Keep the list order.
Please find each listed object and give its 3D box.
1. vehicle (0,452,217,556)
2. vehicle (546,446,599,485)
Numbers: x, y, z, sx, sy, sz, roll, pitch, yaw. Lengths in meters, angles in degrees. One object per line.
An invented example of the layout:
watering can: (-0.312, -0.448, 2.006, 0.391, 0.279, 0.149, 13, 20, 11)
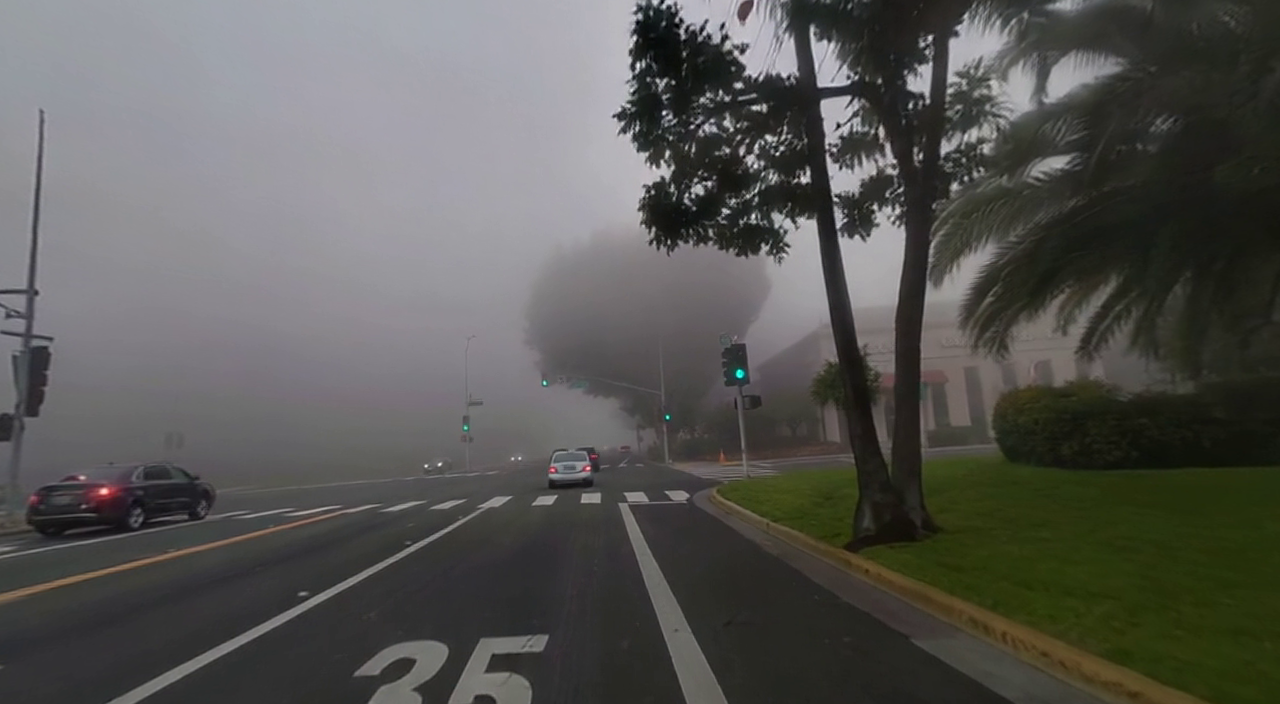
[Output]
vehicle: (-11.945, 3.163, 13.969, 2.050, 1.811, 4.752, 0, -8, -3)
vehicle: (-2.769, 4.761, 26.813, 2.063, 1.474, 4.334, 0, -8, -3)
